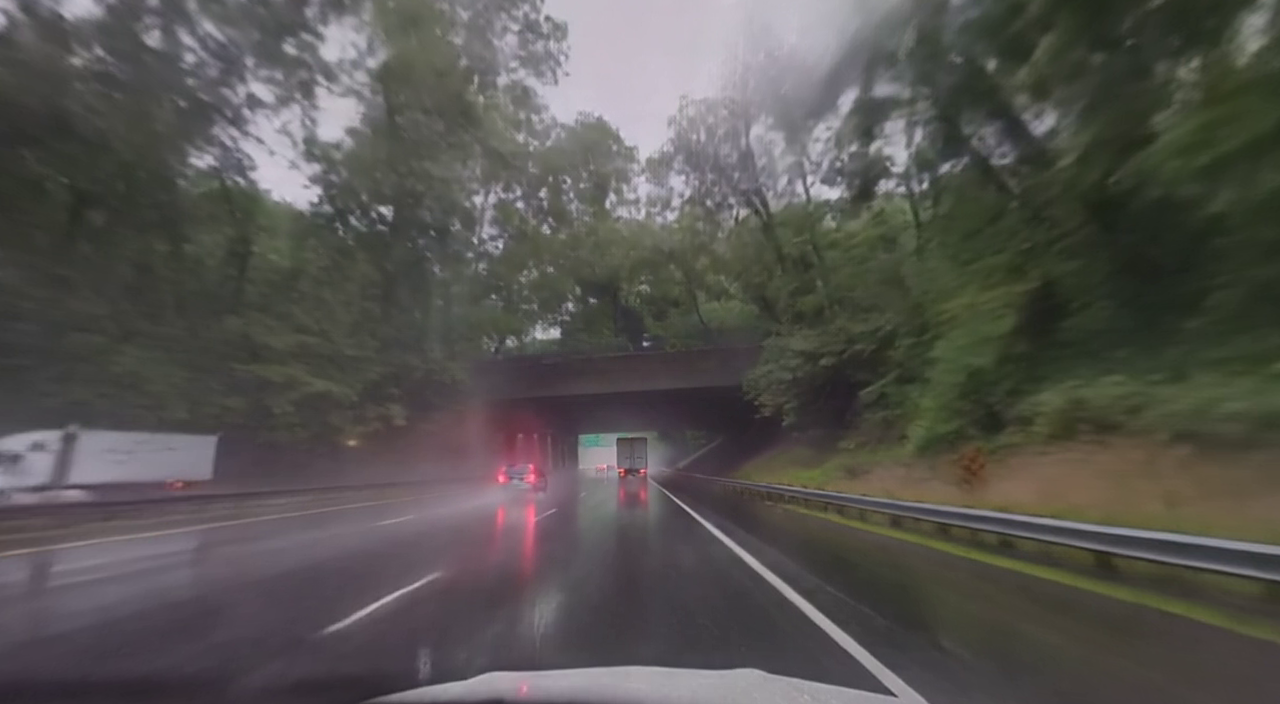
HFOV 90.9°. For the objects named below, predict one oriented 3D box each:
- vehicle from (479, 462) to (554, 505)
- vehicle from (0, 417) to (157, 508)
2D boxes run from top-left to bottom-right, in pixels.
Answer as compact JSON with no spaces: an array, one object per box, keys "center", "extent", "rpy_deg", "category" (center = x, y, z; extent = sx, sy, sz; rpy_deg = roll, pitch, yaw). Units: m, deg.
[{"center":[-4.662,5.066,24.545],"extent":[1.950,1.460,4.812],"rpy_deg":[1,-10,0],"category":"vehicle"},{"center":[-25.502,4.808,27.446],"extent":[2.646,3.392,7.729],"rpy_deg":[1,-10,0],"category":"vehicle"}]
